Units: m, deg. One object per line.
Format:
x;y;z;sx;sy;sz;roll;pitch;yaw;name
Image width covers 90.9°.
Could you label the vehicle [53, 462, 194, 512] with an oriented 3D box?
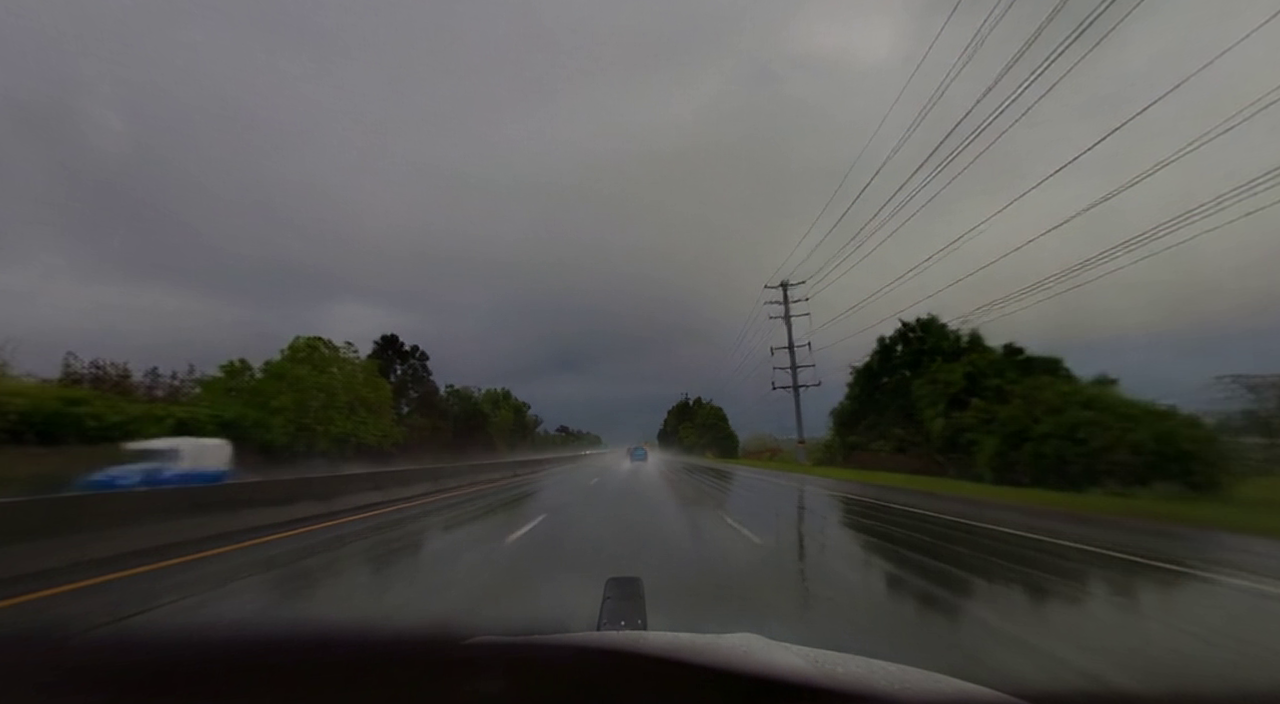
-20.256;5.261;25.029;1.837;1.622;4.494;0;-8;-1;vehicle
